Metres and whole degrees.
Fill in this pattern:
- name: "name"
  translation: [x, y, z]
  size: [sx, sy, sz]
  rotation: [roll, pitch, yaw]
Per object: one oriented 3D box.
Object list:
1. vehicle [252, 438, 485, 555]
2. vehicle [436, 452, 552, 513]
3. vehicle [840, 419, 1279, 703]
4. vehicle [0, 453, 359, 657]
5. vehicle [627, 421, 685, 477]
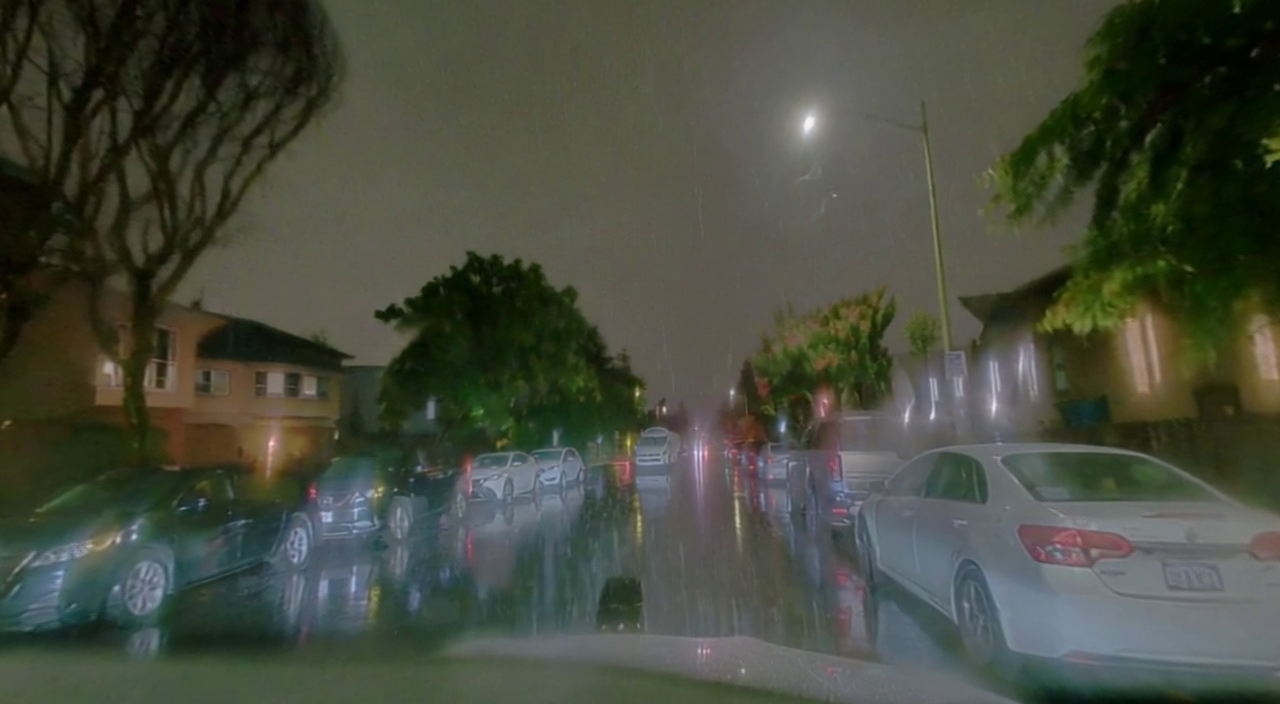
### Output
- name: "vehicle"
  translation: [-4.904, 2.644, 12.496]
  size: [2.203, 1.815, 4.972]
  rotation: [-1, -8, 3]
- name: "vehicle"
  translation: [-4.114, 3.743, 18.677]
  size: [1.861, 1.474, 4.749]
  rotation: [-1, -8, 6]
- name: "vehicle"
  translation: [3.098, 1.328, 4.758]
  size: [1.992, 1.456, 4.610]
  rotation: [-1, -8, 4]
- name: "vehicle"
  translation: [-5.291, 1.948, 7.238]
  size: [1.855, 1.510, 4.406]
  rotation: [-1, -8, 4]
- name: "vehicle"
  translation: [1.078, 5.553, 36.280]
  size: [2.716, 2.887, 6.781]
  rotation: [-1, -9, 6]
